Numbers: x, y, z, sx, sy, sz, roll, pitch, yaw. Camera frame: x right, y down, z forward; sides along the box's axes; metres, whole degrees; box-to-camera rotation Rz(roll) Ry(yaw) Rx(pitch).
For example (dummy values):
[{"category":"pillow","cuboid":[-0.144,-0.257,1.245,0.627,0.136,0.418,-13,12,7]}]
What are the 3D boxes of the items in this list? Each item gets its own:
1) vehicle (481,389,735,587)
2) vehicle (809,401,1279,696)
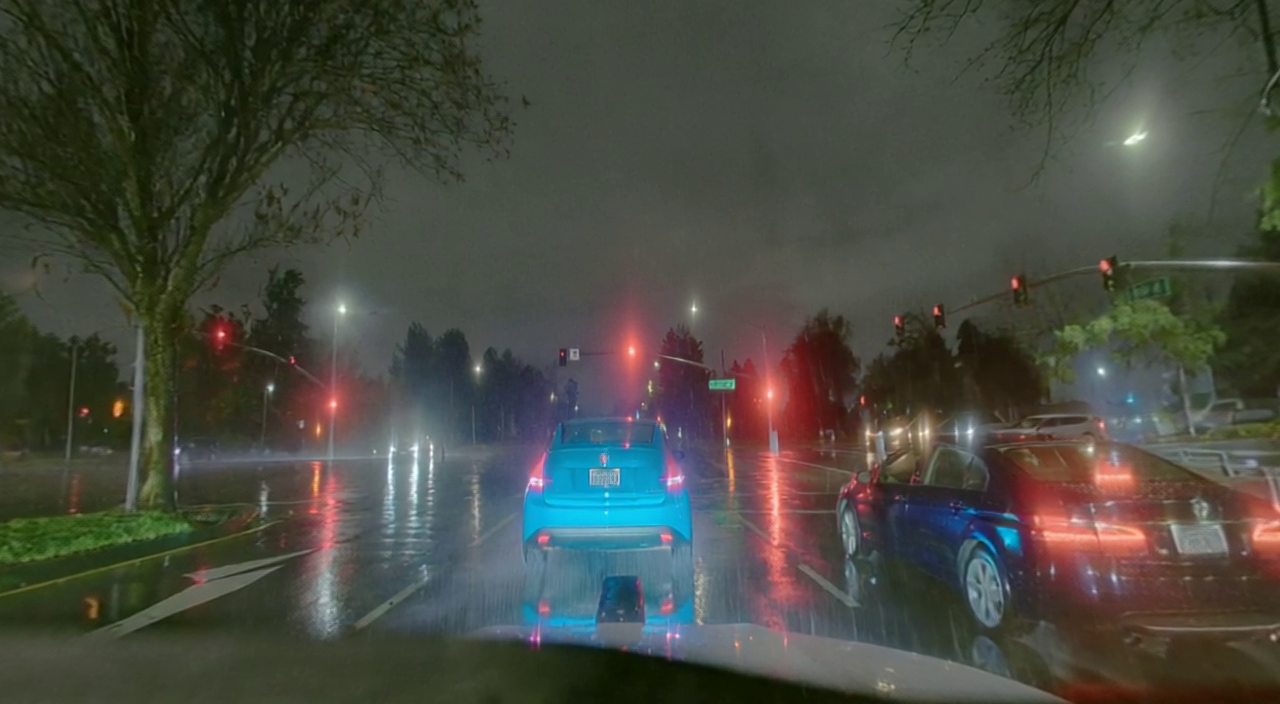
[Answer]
[{"category":"vehicle","cuboid":[-0.346,1.528,7.832,2.247,1.760,4.231,0,-9,-2]},{"category":"vehicle","cuboid":[3.172,1.398,5.766,1.932,1.562,4.629,0,-9,0]}]
